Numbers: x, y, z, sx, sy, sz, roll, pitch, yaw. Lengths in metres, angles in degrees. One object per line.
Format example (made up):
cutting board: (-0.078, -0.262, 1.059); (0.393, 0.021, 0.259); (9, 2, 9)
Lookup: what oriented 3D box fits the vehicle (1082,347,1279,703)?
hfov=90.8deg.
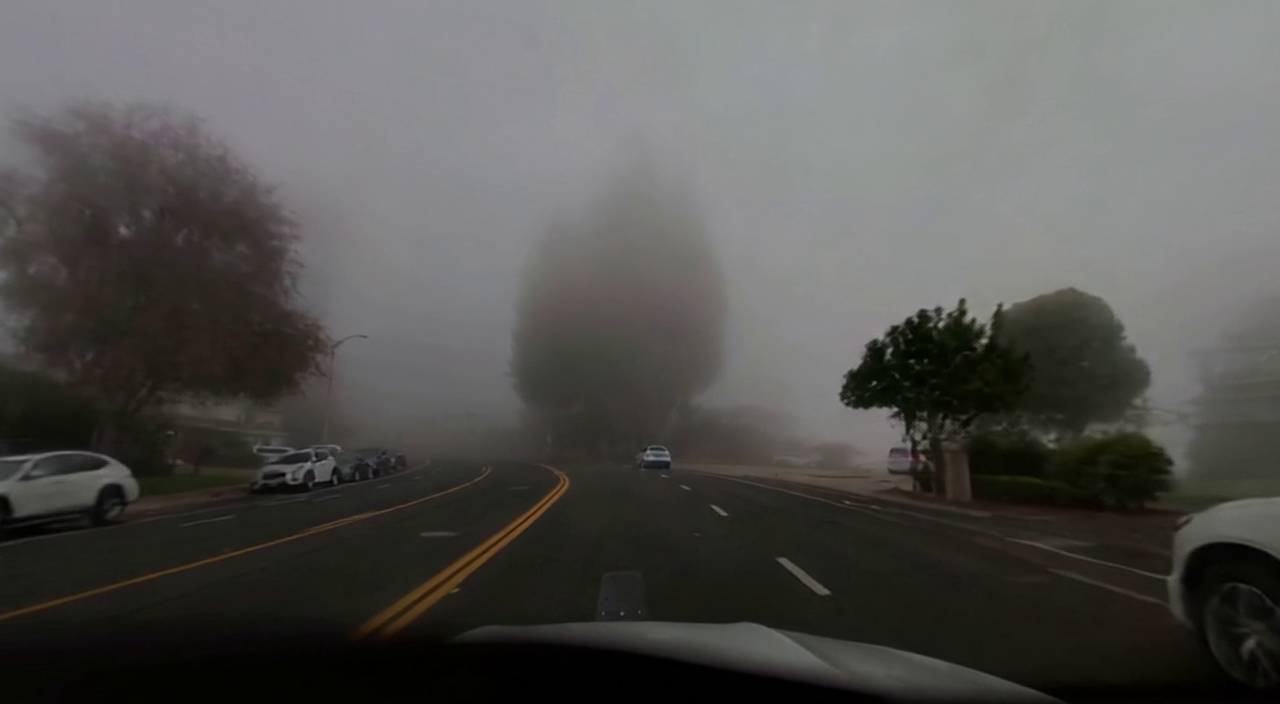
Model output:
vehicle: (3.948, 0.692, 1.465); (2.081, 1.828, 5.138); (0, -9, 0)

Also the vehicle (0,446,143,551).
vehicle: (-12.071, 2.669, 11.828); (2.032, 1.773, 4.471); (0, -8, -3)

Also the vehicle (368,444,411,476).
vehicle: (-16.663, 7.166, 42.309); (1.993, 1.801, 5.201); (-1, -8, -14)

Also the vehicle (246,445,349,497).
vehicle: (-13.382, 4.624, 25.075); (2.146, 1.806, 4.733); (1, -9, -10)

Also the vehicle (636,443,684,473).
vehicle: (1.077, 6.154, 36.961); (1.951, 1.620, 4.582); (1, -9, -9)
